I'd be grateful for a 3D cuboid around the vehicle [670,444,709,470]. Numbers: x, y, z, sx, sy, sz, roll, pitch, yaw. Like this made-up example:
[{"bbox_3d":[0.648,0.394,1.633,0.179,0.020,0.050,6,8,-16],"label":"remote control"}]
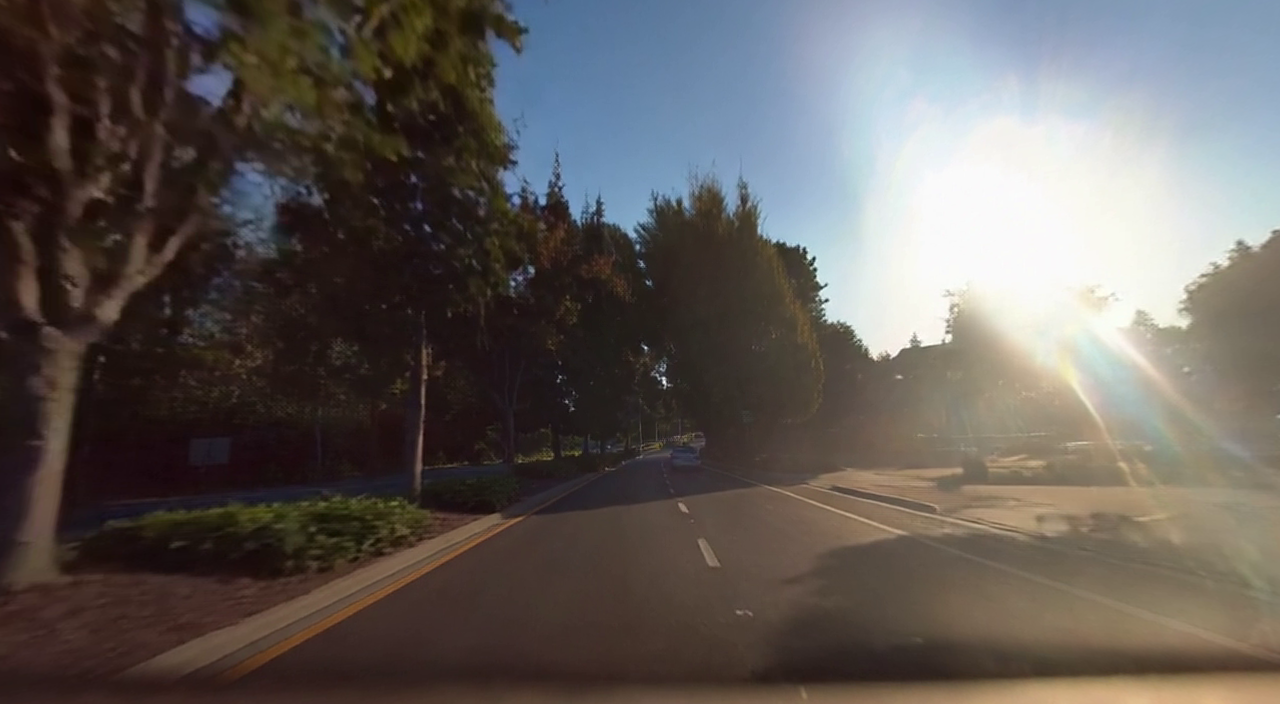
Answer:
[{"bbox_3d":[3.021,6.514,39.288,2.044,1.537,4.528,0,-8,0],"label":"vehicle"}]
